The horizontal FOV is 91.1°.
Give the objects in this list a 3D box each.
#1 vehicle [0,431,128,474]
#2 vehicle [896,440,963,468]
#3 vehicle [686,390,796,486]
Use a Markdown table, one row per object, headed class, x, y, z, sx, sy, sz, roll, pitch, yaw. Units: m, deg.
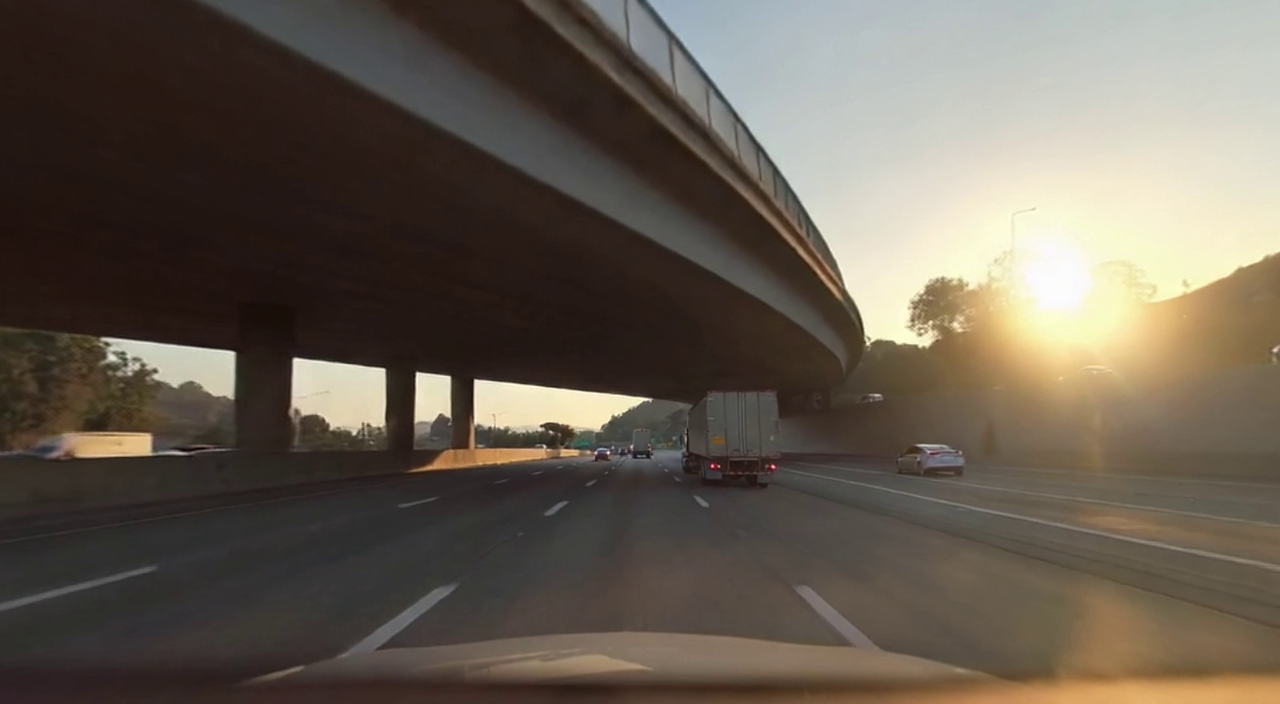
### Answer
| class | x | y | z | sx | sy | sz | roll | pitch | yaw |
| --- | --- | --- | --- | --- | --- | --- | --- | --- | --- |
| vehicle | -39.019 | 6.769 | 42.492 | 3.163 | 2.646 | 6.391 | 0 | -9 | 0 |
| vehicle | 17.480 | 6.231 | 38.125 | 2.021 | 1.549 | 4.322 | 1 | -10 | 0 |
| vehicle | 3.969 | 3.885 | 27.767 | 3.049 | 3.395 | 10.595 | 0 | -9 | 0 |
